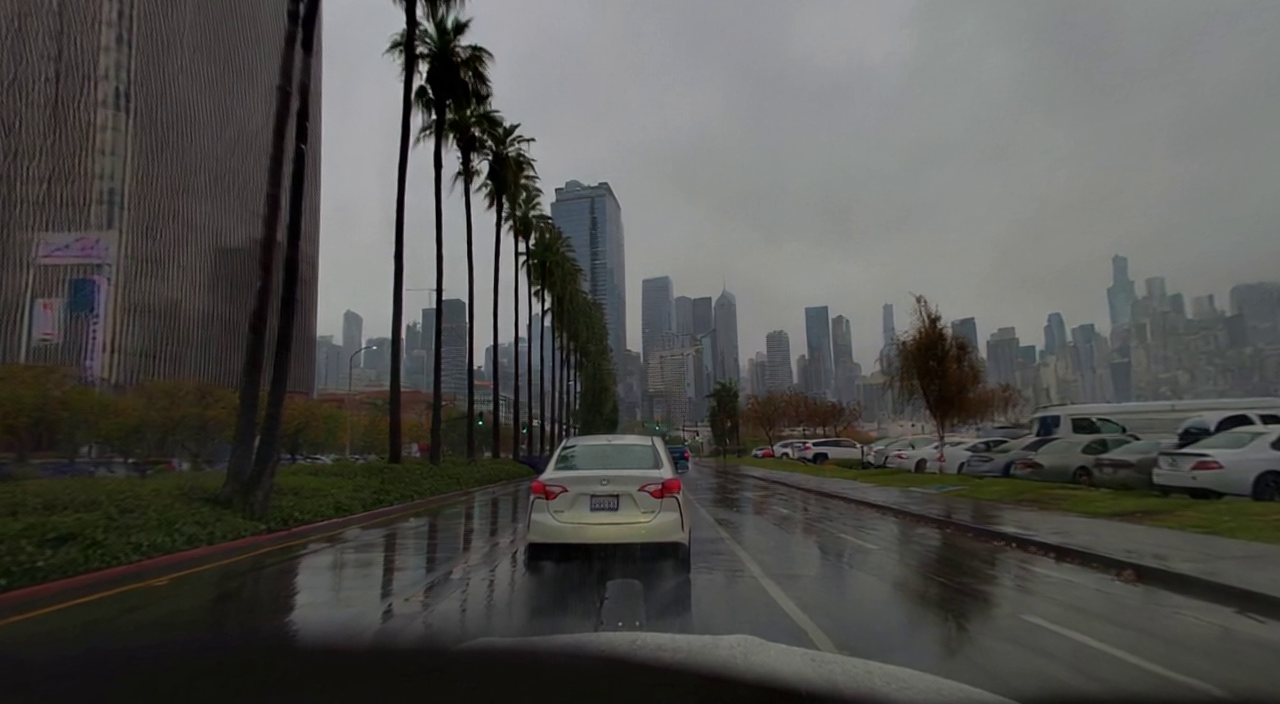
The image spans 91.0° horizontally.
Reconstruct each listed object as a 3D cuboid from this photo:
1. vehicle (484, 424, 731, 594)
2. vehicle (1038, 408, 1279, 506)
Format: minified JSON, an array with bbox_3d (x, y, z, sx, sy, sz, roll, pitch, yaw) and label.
[{"bbox_3d":[-0.281,1.725,7.728,2.235,1.528,3.876,0,-9,0],"label":"vehicle"},{"bbox_3d":[12.887,2.407,14.763,5.301,1.962,2.431,-3,-8,4],"label":"vehicle"}]
